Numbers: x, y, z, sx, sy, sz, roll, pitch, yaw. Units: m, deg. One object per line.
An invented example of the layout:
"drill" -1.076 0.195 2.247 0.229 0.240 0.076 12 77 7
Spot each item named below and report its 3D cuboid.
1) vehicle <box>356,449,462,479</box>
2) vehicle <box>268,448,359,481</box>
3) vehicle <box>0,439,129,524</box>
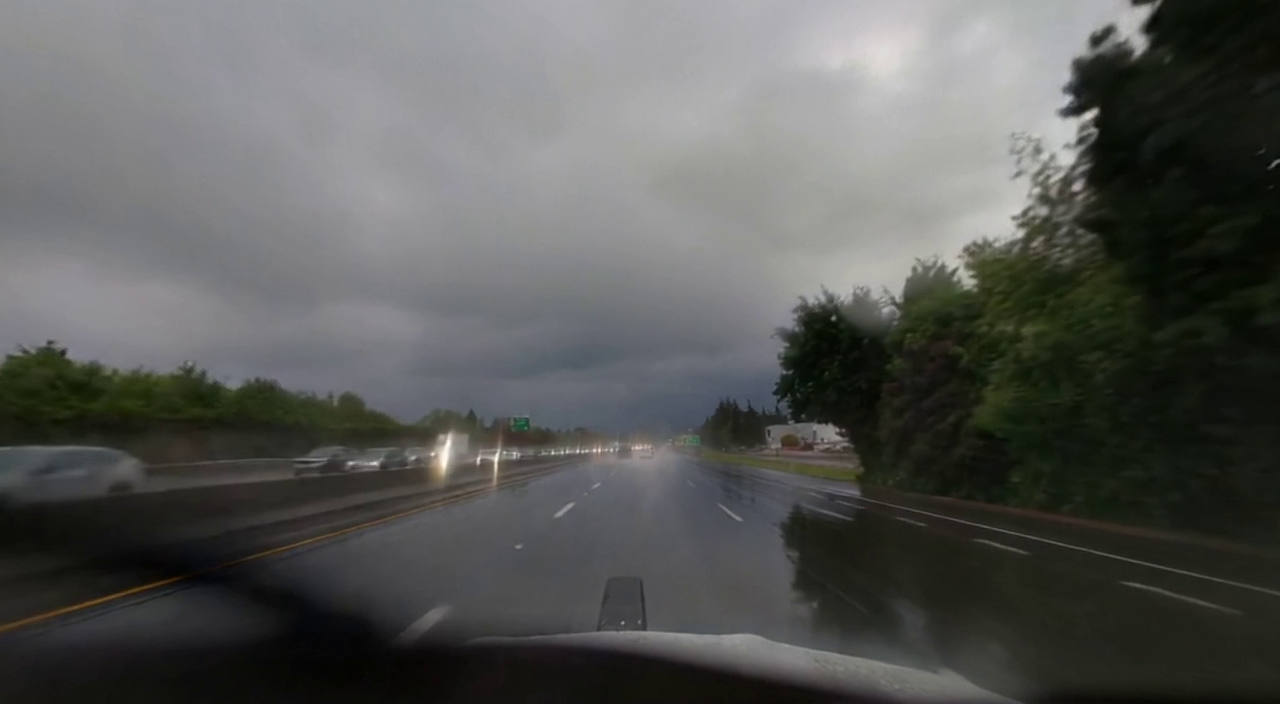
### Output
"vehicle" -11.774 5.744 32.448 4.746 1.457 1.988 1 -9 -7
"vehicle" -15.975 5.504 31.180 1.852 1.497 4.879 0 -9 0
"vehicle" -11.932 2.319 11.412 1.801 1.449 4.143 0 -9 1
